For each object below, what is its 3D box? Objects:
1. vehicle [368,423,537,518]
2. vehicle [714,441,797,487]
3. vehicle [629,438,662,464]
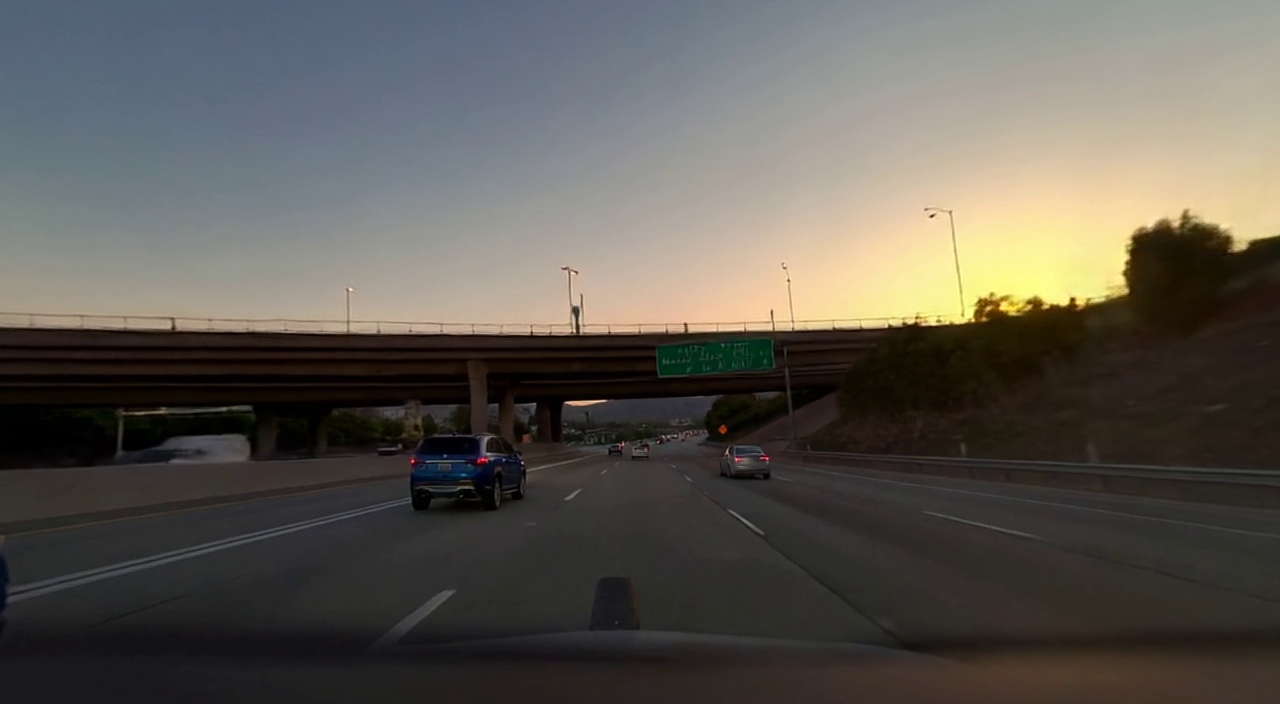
[{"bbox_3d":[-3.614,2.375,13.127,2.193,1.641,4.077,0,-8,1],"label":"vehicle"},{"bbox_3d":[3.949,3.901,22.394,2.083,1.453,4.307,0,-8,-1],"label":"vehicle"},{"bbox_3d":[0.442,7.541,48.222,2.428,1.841,4.402,0,-8,1],"label":"vehicle"}]
